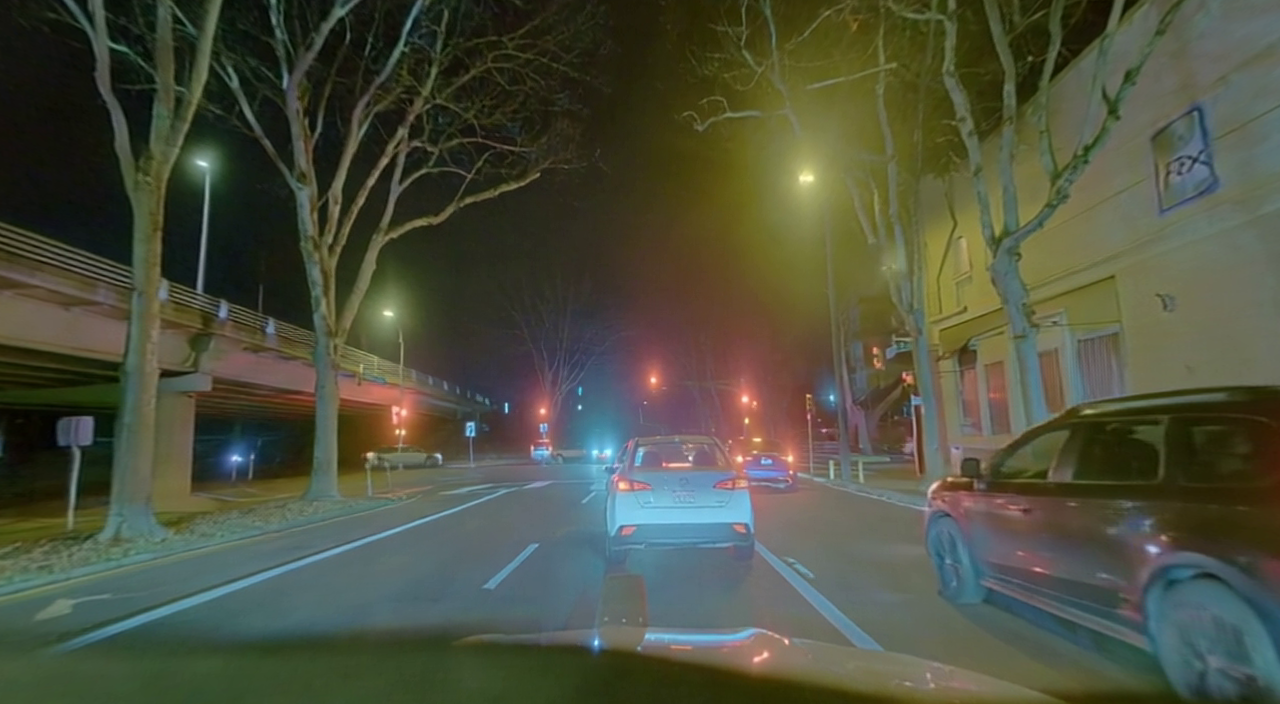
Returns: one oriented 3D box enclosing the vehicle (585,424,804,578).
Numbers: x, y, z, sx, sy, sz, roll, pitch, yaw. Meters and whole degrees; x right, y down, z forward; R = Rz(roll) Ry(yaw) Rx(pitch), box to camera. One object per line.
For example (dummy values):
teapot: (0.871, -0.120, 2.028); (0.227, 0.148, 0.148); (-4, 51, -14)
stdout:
vehicle: (0.544, 1.749, 8.244); (2.101, 1.467, 4.210); (0, -8, 1)

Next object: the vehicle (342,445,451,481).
vehicle: (-10.911, 4.953, 28.568); (1.873, 1.462, 4.283); (-5, -10, 30)

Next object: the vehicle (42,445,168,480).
vehicle: (-26.741, 5.529, 31.652); (4.474, 1.673, 2.010); (0, -8, 1)

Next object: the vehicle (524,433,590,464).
vehicle: (-5.389, 6.417, 42.062); (2.322, 1.916, 5.640); (-3, -9, 16)

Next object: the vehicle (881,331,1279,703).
vehicle: (3.578, 1.087, 4.342); (2.062, 1.781, 4.488); (0, -8, 1)
